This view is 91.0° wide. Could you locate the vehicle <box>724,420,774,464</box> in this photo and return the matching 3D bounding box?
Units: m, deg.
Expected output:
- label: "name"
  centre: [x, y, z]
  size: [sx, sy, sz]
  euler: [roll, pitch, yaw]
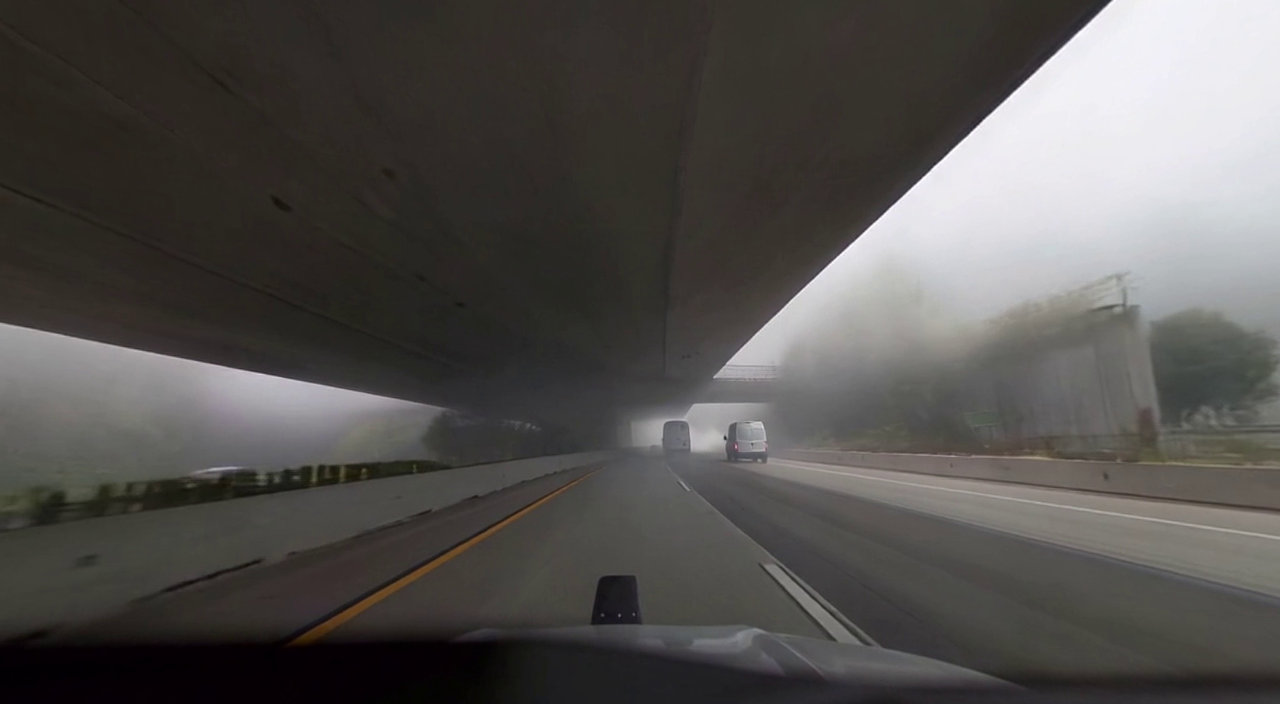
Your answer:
- label: "vehicle"
  centre: [7.486, 6.317, 43.979]
  size: [2.379, 2.819, 6.294]
  euler: [0, -8, 0]
